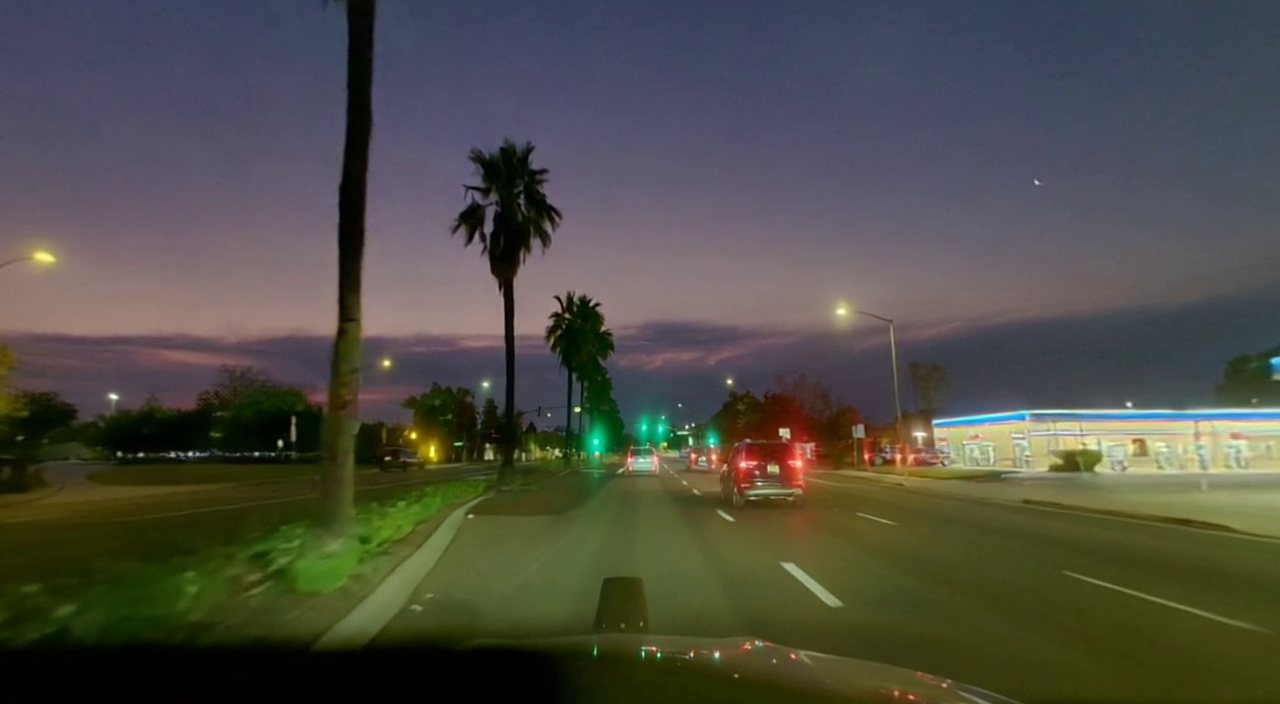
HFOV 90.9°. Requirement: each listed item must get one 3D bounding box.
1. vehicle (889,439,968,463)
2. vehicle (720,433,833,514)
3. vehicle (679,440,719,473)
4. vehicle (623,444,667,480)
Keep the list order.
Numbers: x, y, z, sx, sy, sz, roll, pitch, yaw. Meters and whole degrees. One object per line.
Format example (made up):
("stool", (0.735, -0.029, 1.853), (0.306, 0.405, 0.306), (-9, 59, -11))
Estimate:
("vehicle", (21.807, 7.492, 47.776), (4.831, 1.816, 2.295), (0, -8, -2))
("vehicle", (3.238, 2.938, 15.738), (1.872, 1.752, 3.896), (0, -8, -1))
("vehicle", (3.824, 6.844, 41.576), (2.154, 1.975, 4.634), (0, -8, -1))
("vehicle", (0.251, 5.332, 30.881), (1.991, 1.664, 3.814), (0, -8, 0))
